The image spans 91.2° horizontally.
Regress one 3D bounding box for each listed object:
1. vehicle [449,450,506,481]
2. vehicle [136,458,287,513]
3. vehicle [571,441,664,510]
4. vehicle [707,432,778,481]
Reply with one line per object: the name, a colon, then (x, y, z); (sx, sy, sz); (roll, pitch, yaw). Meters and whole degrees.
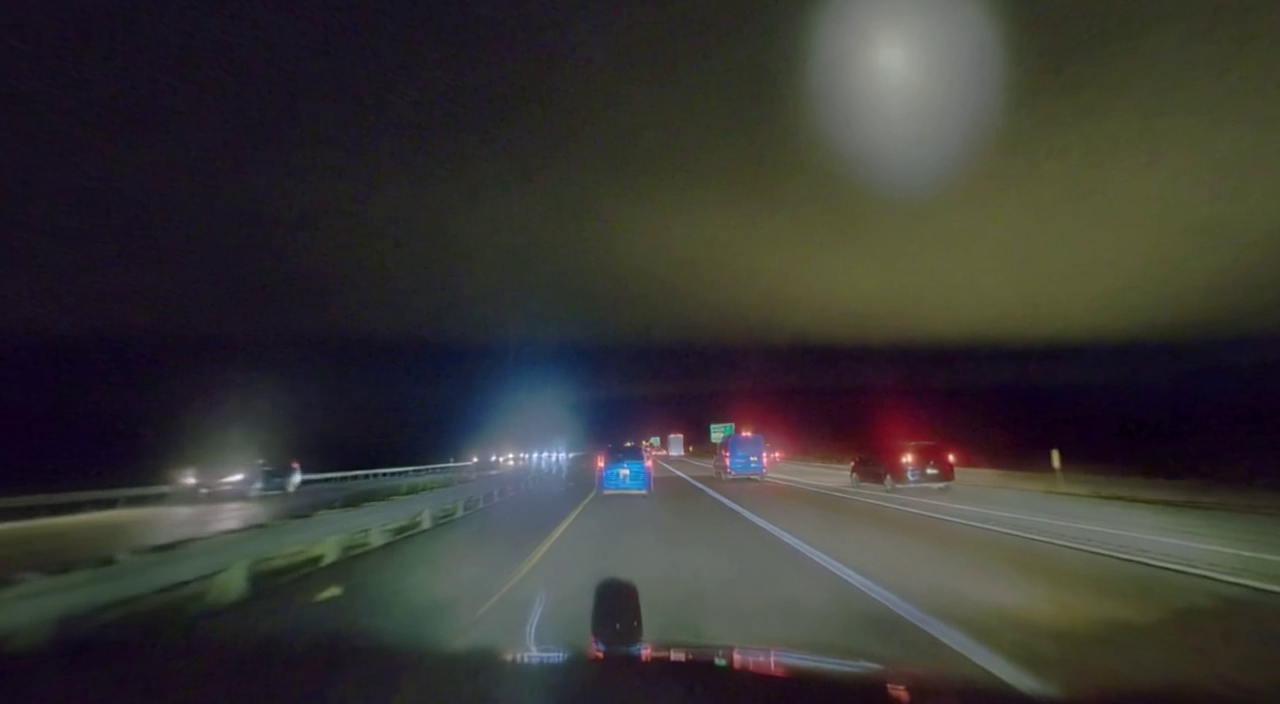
vehicle: (-8.466, 5.926, 32.971); (1.867, 1.515, 4.107); (0, -9, 0)
vehicle: (-13.666, 4.237, 20.369); (1.910, 1.517, 4.274); (0, -9, -1)
vehicle: (-0.494, 3.001, 15.639); (2.029, 1.483, 3.769); (0, -9, 0)
vehicle: (4.396, 4.605, 27.771); (2.261, 1.952, 4.784); (0, -9, -1)
